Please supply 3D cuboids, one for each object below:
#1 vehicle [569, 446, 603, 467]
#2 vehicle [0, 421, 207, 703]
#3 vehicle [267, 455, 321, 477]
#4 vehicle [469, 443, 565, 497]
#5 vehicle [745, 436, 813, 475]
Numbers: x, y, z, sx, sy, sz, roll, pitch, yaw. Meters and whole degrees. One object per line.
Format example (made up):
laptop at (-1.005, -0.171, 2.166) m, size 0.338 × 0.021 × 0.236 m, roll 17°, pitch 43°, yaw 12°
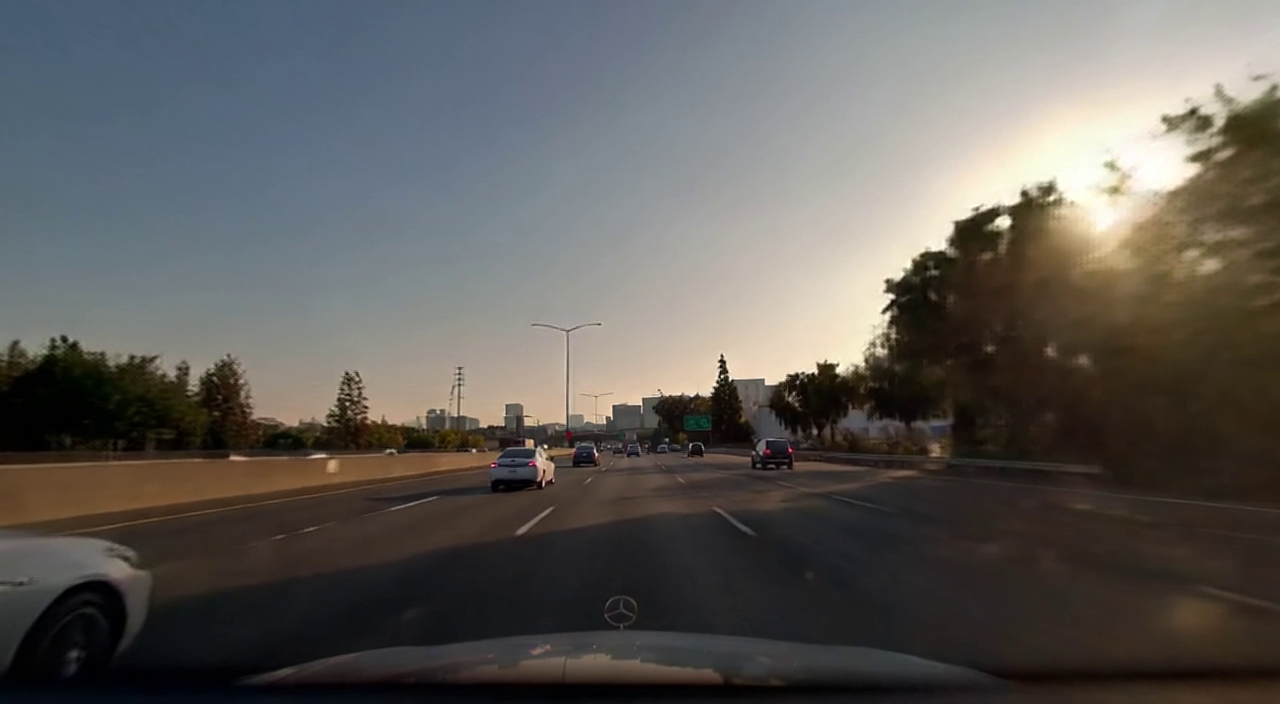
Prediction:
vehicle at (-3.891, 7.603, 46.203) m, size 2.078 × 1.464 × 4.093 m, roll 0°, pitch -9°, yaw 0°
vehicle at (-3.533, 0.844, 1.486) m, size 1.959 × 1.433 × 4.291 m, roll 0°, pitch -9°, yaw 0°
vehicle at (-24.586, 8.105, 45.049) m, size 1.759 × 1.490 × 3.716 m, roll 0°, pitch -9°, yaw -1°
vehicle at (-3.673, 3.623, 19.771) m, size 2.047 × 1.469 × 4.614 m, roll 0°, pitch -9°, yaw 1°
vehicle at (6.807, 5.125, 31.489) m, size 2.147 × 1.769 × 4.666 m, roll 0°, pitch -9°, yaw -2°
